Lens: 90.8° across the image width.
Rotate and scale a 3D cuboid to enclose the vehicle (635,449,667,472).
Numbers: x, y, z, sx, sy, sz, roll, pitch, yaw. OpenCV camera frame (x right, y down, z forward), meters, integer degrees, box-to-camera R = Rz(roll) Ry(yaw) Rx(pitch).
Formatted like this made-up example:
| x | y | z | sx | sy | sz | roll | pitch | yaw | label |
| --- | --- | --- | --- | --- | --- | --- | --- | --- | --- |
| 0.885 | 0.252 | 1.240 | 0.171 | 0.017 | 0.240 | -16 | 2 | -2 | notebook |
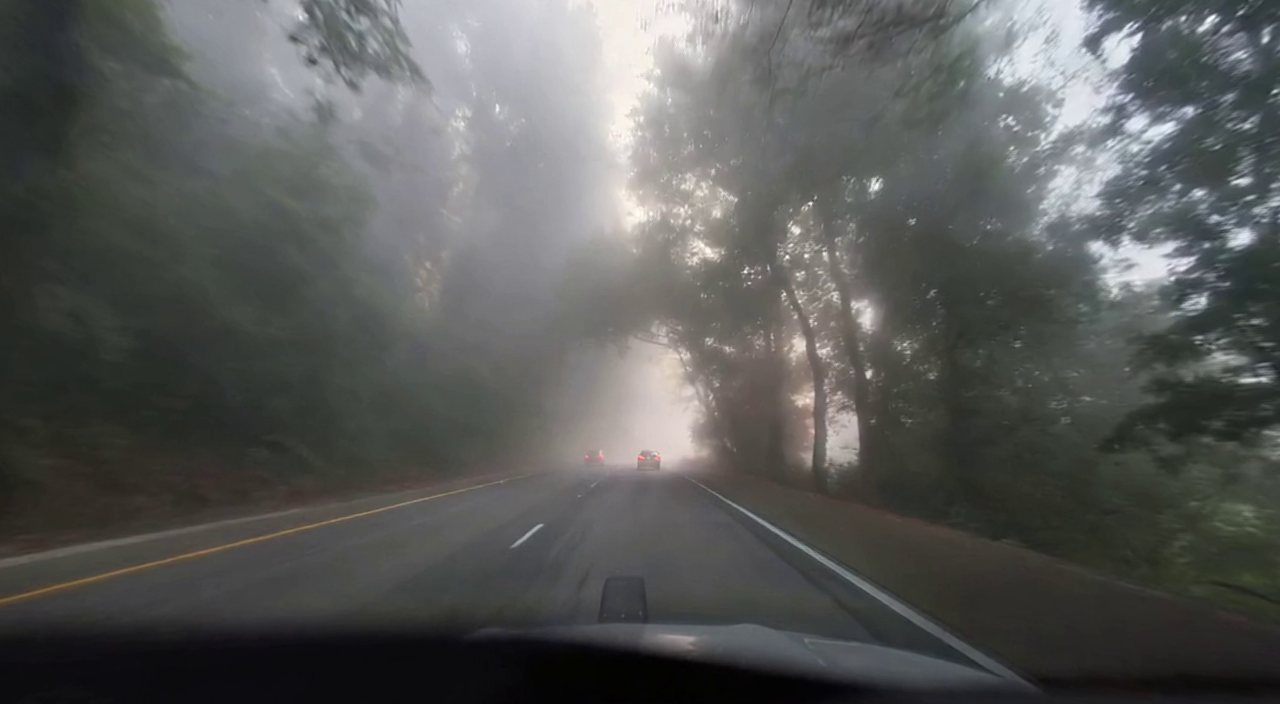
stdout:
| x | y | z | sx | sy | sz | roll | pitch | yaw | label |
| --- | --- | --- | --- | --- | --- | --- | --- | --- | --- |
| 0.687 | 7.193 | 42.118 | 2.046 | 1.452 | 4.407 | 0 | -9 | 0 | vehicle |
